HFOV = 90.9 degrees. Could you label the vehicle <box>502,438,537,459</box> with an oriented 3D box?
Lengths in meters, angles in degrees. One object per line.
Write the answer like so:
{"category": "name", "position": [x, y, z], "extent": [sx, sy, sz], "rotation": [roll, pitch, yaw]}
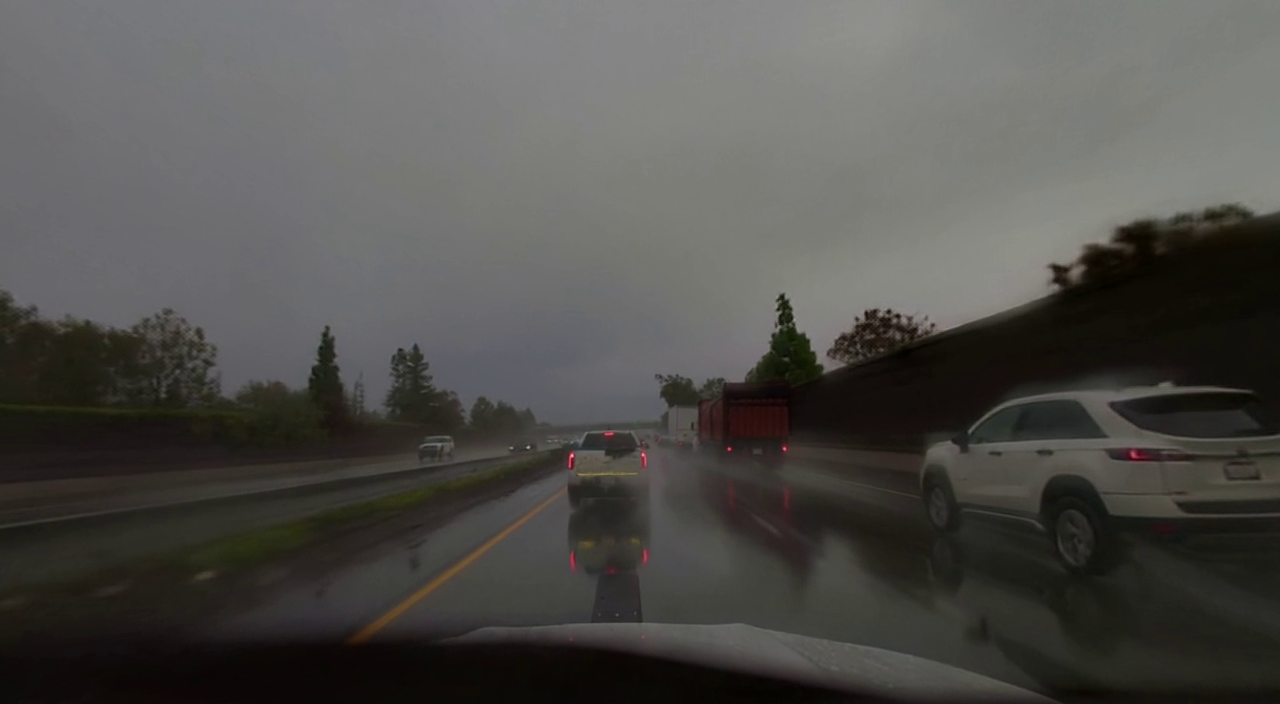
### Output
{"category": "vehicle", "position": [-8.829, 7.059, 46.312], "extent": [1.756, 1.446, 3.661], "rotation": [0, -8, 2]}

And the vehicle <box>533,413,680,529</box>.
{"category": "vehicle", "position": [-0.505, 1.958, 11.026], "extent": [2.082, 1.638, 4.055], "rotation": [0, -8, -1]}

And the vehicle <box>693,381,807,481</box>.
{"category": "vehicle", "position": [3.720, 2.960, 23.550], "extent": [2.723, 3.027, 8.478], "rotation": [0, -8, 0]}

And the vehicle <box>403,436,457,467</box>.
{"category": "vehicle", "position": [-13.440, 6.370, 40.629], "extent": [1.949, 1.833, 4.237], "rotation": [0, -8, 1]}

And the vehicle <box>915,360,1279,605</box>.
{"category": "vehicle", "position": [4.938, 1.263, 6.918], "extent": [2.011, 1.905, 3.905], "rotation": [0, -8, 0]}
